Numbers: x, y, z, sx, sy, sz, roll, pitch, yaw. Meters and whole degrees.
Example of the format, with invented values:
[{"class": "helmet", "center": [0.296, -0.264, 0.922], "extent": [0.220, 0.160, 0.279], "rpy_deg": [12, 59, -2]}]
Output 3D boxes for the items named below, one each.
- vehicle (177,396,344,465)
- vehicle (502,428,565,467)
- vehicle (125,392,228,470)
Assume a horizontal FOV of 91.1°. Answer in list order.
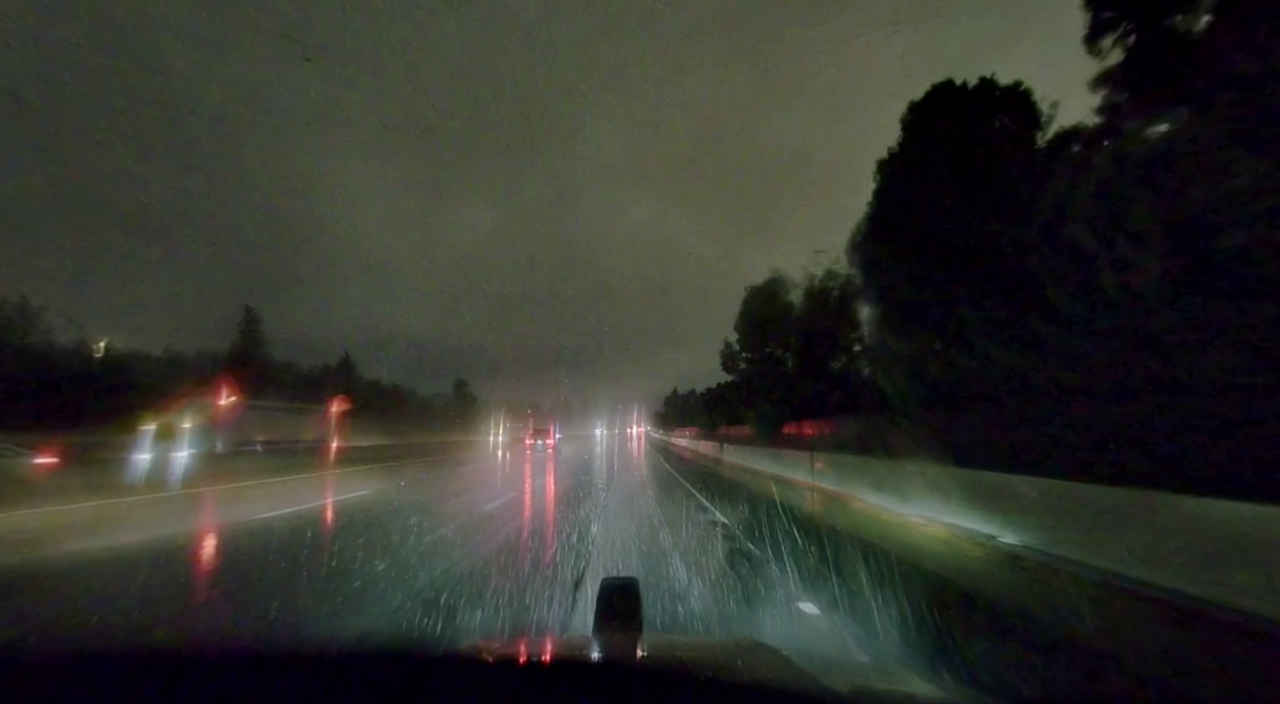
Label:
[{"class": "vehicle", "center": [-25.498, 5.535, 43.794], "extent": [2.904, 3.961, 14.167], "rpy_deg": [0, -8, 0]}, {"class": "vehicle", "center": [-4.632, 4.217, 27.938], "extent": [2.064, 1.571, 4.225], "rpy_deg": [0, -8, 0]}, {"class": "vehicle", "center": [-25.411, 4.337, 34.630], "extent": [3.003, 4.031, 3.123], "rpy_deg": [1, -7, -1]}]
